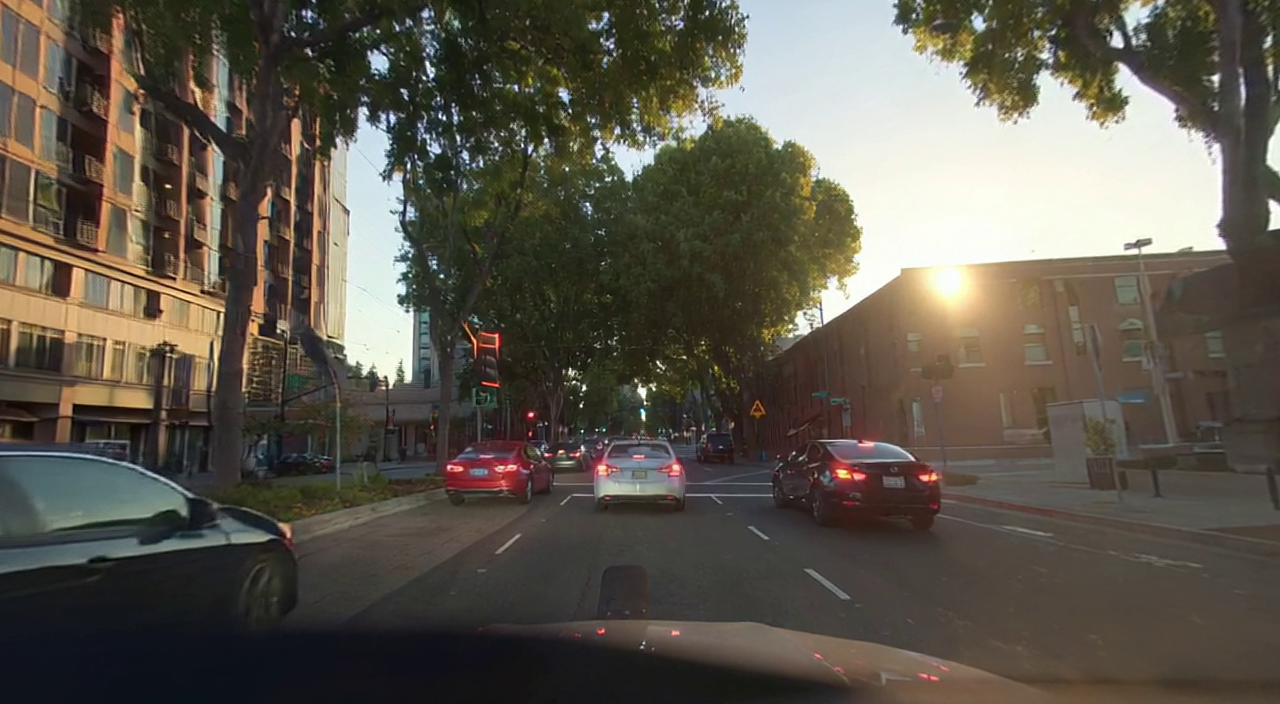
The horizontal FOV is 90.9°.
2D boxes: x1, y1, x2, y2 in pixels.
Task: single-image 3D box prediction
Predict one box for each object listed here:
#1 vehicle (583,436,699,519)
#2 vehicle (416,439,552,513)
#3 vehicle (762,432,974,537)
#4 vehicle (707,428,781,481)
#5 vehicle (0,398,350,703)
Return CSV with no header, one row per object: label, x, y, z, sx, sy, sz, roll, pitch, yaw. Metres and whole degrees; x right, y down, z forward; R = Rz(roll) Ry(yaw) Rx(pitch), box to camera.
vehicle,-0.054,2.561,13.395,2.101,1.480,3.929,0,-8,-2
vehicle,-3.411,2.786,14.687,2.002,1.465,4.098,0,-8,2
vehicle,3.717,2.231,11.314,1.990,1.486,4.431,0,-8,-2
vehicle,4.197,4.260,26.358,2.142,1.957,5.443,0,-8,0
vehicle,-3.327,0.981,2.693,2.038,1.481,4.379,0,-8,1
